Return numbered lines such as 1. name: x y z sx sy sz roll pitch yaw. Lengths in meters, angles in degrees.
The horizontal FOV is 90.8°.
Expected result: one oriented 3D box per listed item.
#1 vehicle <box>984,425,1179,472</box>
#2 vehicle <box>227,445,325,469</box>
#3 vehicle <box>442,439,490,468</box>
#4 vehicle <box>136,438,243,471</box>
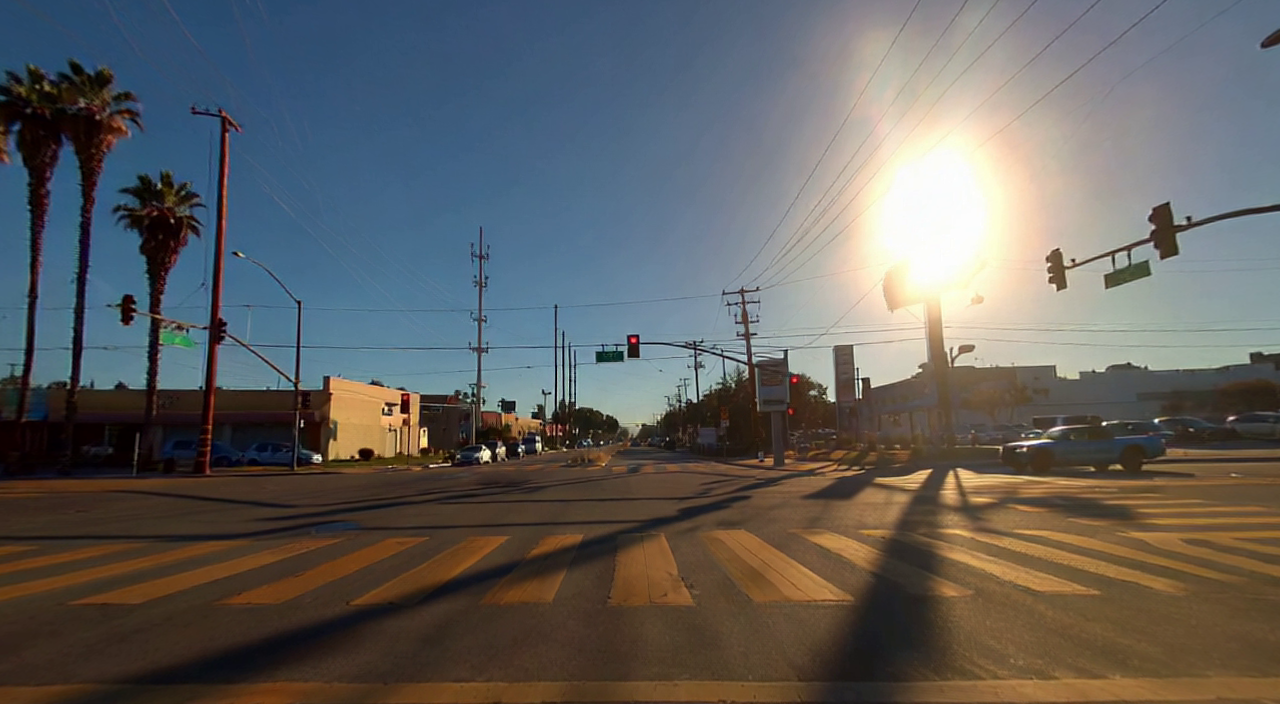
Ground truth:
1. vehicle: 14.578 3.221 21.157 4.918 1.479 1.897 -1 -9 7
2. vehicle: -22.325 6.437 38.833 4.849 1.444 1.881 0 -8 1
3. vehicle: -11.988 6.990 43.798 2.016 1.717 4.287 0 -6 1
4. vehicle: -25.926 5.925 36.458 4.613 1.820 2.021 -1 -9 3
